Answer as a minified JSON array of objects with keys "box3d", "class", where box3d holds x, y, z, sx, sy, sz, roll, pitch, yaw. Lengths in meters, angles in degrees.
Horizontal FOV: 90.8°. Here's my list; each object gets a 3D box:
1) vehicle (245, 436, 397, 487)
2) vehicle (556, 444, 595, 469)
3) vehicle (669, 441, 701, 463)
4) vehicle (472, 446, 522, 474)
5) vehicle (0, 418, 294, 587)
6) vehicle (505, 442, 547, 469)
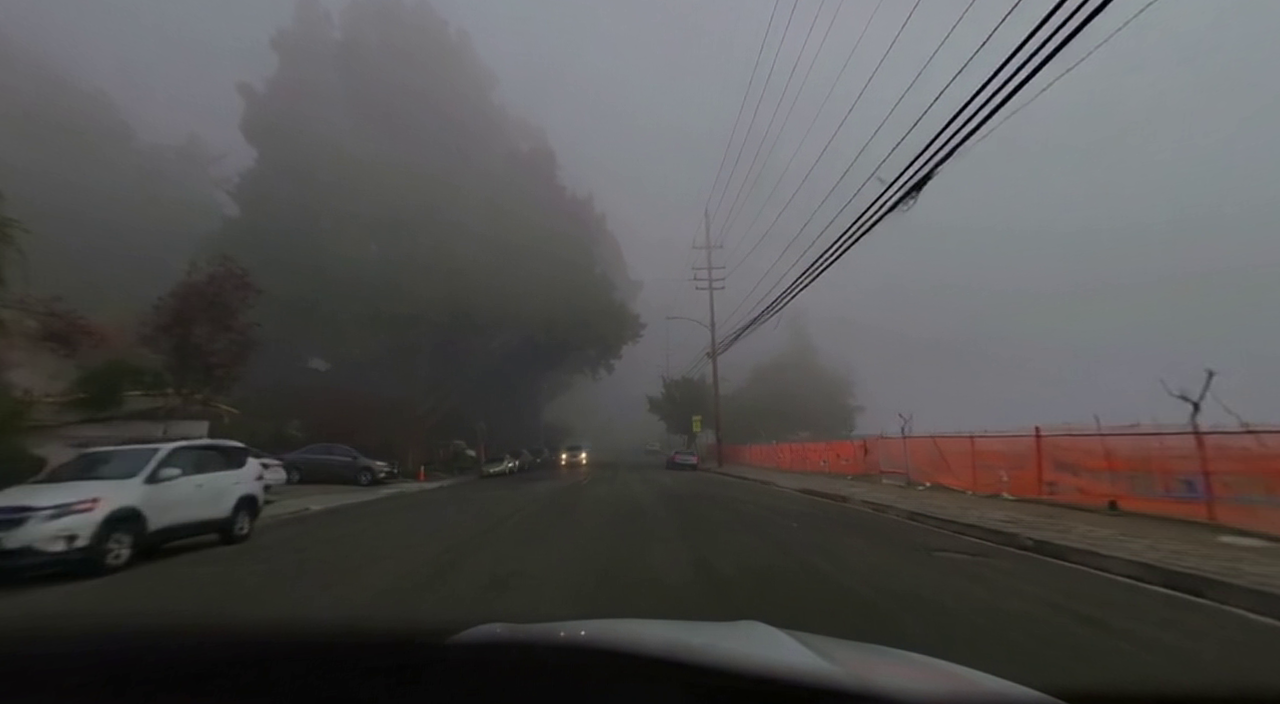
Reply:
[{"box3d":[-12.326,4.237,24.711,4.780,1.867,2.108,0,-8,-3],"class":"vehicle"},{"box3d":[-4.335,7.104,43.211,2.068,1.543,4.523,-1,-8,1],"class":"vehicle"},{"box3d":[3.313,7.432,47.182,1.902,1.542,4.099,0,-8,-2],"class":"vehicle"},{"box3d":[-8.330,6.339,37.186,2.041,1.480,4.474,-2,-9,-2],"class":"vehicle"},{"box3d":[-6.871,1.961,8.847,1.932,1.743,4.079,-2,-9,-3],"class":"vehicle"},{"box3d":[-8.190,7.486,45.778,2.055,1.806,4.540,-1,-8,1],"class":"vehicle"}]
